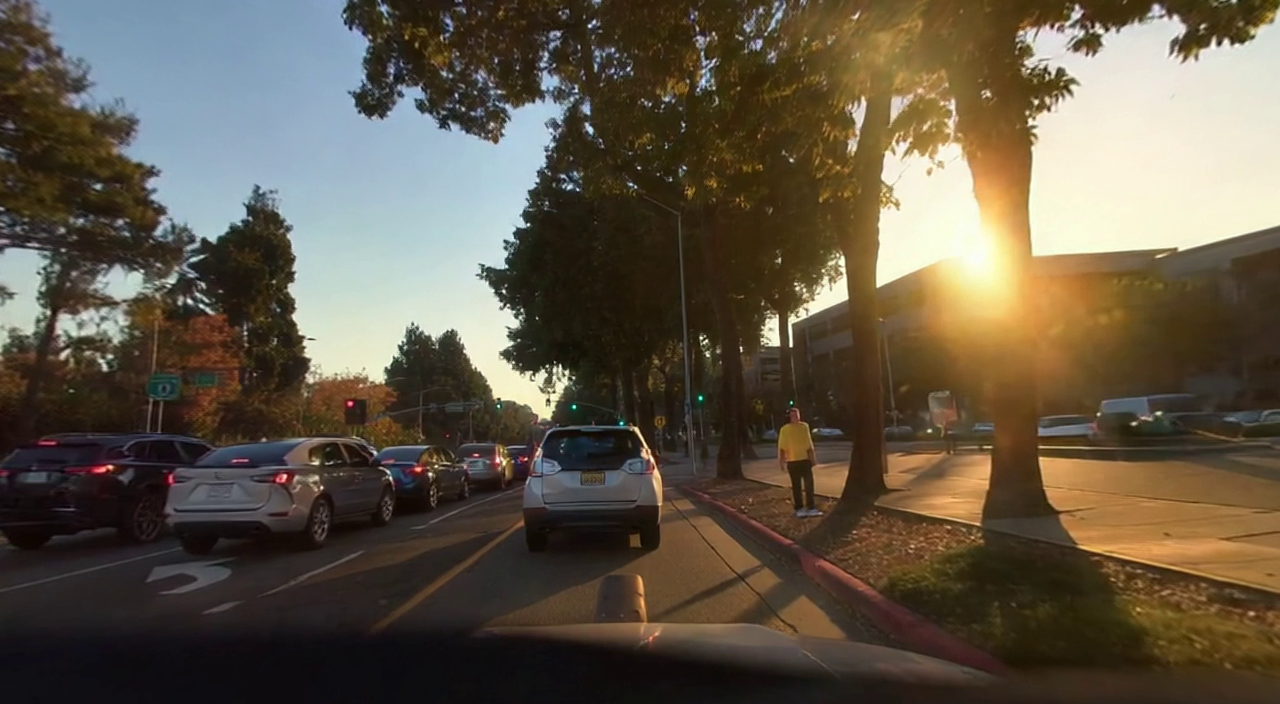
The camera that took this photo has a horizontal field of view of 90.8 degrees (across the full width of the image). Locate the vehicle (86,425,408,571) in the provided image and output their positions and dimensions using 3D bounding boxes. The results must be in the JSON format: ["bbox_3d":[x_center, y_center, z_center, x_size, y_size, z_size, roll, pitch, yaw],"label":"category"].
[{"bbox_3d":[-5.406,2.041,9.647,2.010,1.674,4.484,0,-9,0],"label":"vehicle"}]

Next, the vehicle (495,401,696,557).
[{"bbox_3d":[-0.581,1.822,9.696,2.368,1.829,4.293,0,-9,-2],"label":"vehicle"}]

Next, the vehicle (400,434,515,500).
[{"bbox_3d":[-5.470,3.499,19.636,2.188,1.774,4.477,0,-9,0],"label":"vehicle"}]
